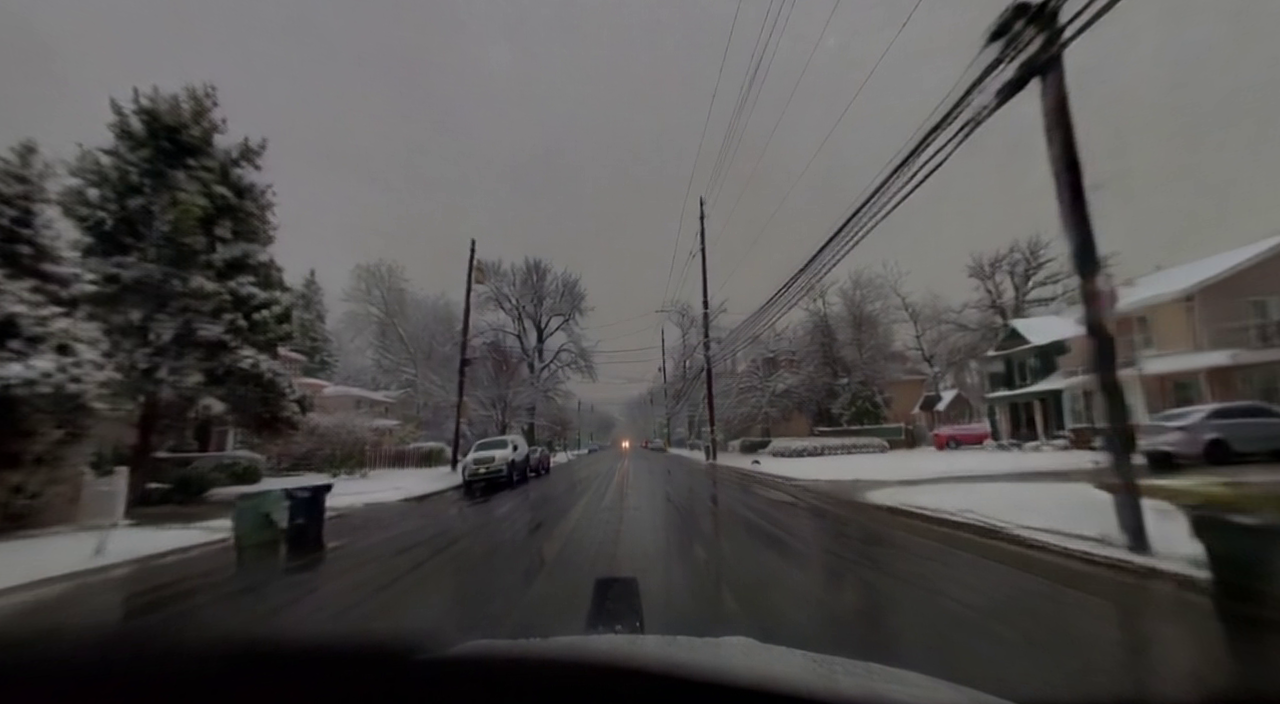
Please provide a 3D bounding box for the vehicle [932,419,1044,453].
[{"bbox_3d":[17.437,4.259,31.864,4.372,1.490,2.032,-2,-10,1],"label":"vehicle"}]

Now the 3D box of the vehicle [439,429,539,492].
[{"bbox_3d":[-5.778,4.192,25.051,2.411,1.979,5.915,-5,-8,0],"label":"vehicle"}]

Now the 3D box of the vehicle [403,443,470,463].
[{"bbox_3d":[-15.087,7.511,46.996,4.382,1.462,1.874,0,-8,-2],"label":"vehicle"}]

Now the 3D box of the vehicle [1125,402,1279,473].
[{"bbox_3d":[16.432,2.317,17.080,4.892,1.774,1.987,0,-8,1],"label":"vehicle"}]

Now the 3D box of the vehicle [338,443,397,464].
[{"bbox_3d":[-20.073,7.475,46.663,3.553,1.471,1.816,0,-8,-2],"label":"vehicle"}]
